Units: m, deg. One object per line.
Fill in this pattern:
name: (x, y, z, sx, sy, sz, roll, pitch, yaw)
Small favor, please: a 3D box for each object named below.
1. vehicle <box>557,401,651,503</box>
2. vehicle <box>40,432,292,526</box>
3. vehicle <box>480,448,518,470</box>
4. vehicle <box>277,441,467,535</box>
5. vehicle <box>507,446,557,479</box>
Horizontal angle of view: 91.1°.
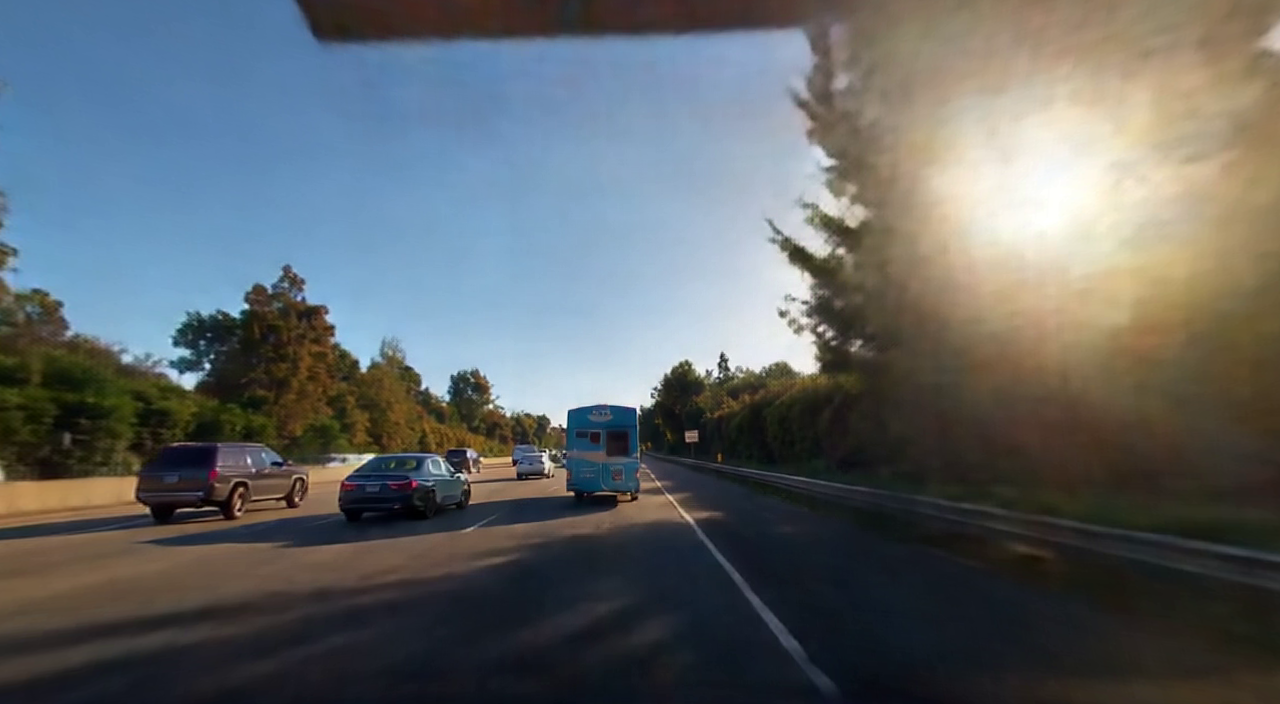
vehicle: (-0.961, 2.958, 18.765, 2.394, 2.556, 5.232, 0, -9, -1)
vehicle: (-9.596, 2.584, 13.317, 2.010, 1.621, 4.252, 0, -9, -1)
vehicle: (-10.103, 7.669, 45.315, 1.886, 1.462, 4.084, 0, -9, -1)
vehicle: (-4.783, 2.463, 11.975, 1.876, 1.438, 4.072, 0, -9, -1)
vehicle: (-5.160, 5.334, 30.485, 1.872, 1.480, 3.545, 0, -9, -1)
